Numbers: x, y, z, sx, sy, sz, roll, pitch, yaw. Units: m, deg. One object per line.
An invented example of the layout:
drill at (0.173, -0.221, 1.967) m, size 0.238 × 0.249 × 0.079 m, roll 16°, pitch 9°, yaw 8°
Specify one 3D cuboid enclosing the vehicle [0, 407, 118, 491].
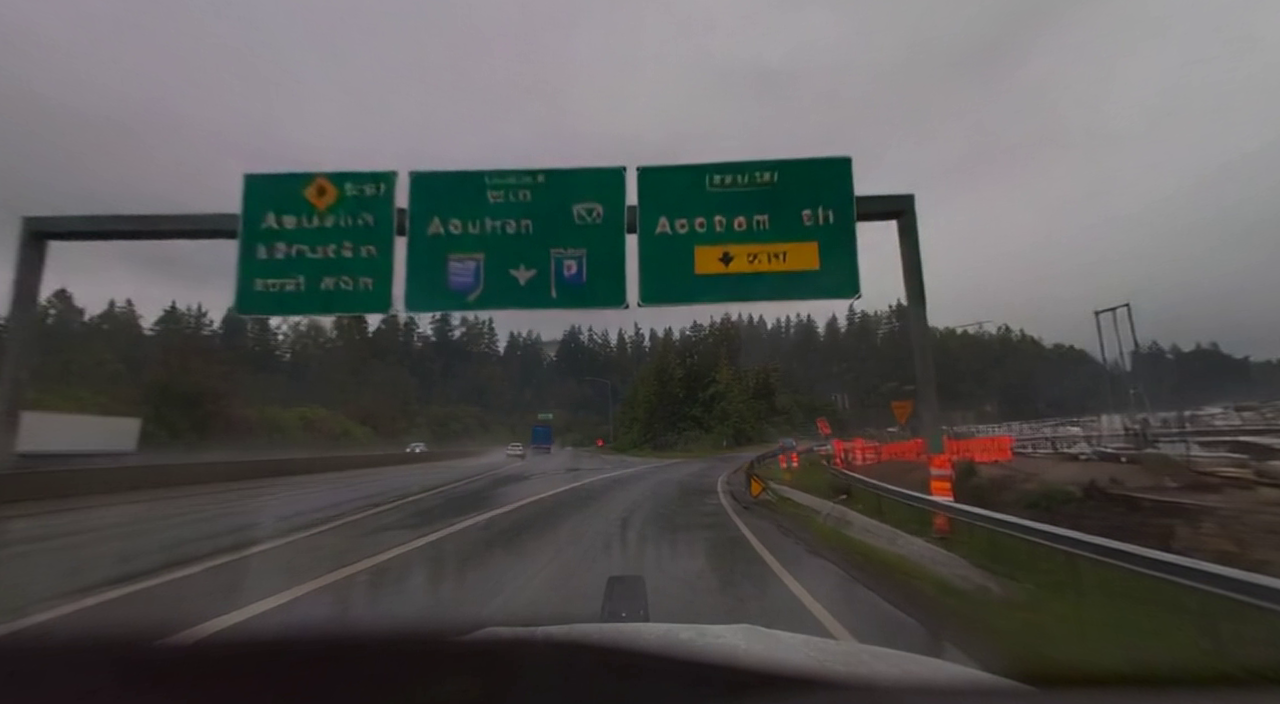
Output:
vehicle at (-32.552, 4.730, 30.738) m, size 2.880 × 4.029 × 14.388 m, roll 0°, pitch -9°, yaw -4°
